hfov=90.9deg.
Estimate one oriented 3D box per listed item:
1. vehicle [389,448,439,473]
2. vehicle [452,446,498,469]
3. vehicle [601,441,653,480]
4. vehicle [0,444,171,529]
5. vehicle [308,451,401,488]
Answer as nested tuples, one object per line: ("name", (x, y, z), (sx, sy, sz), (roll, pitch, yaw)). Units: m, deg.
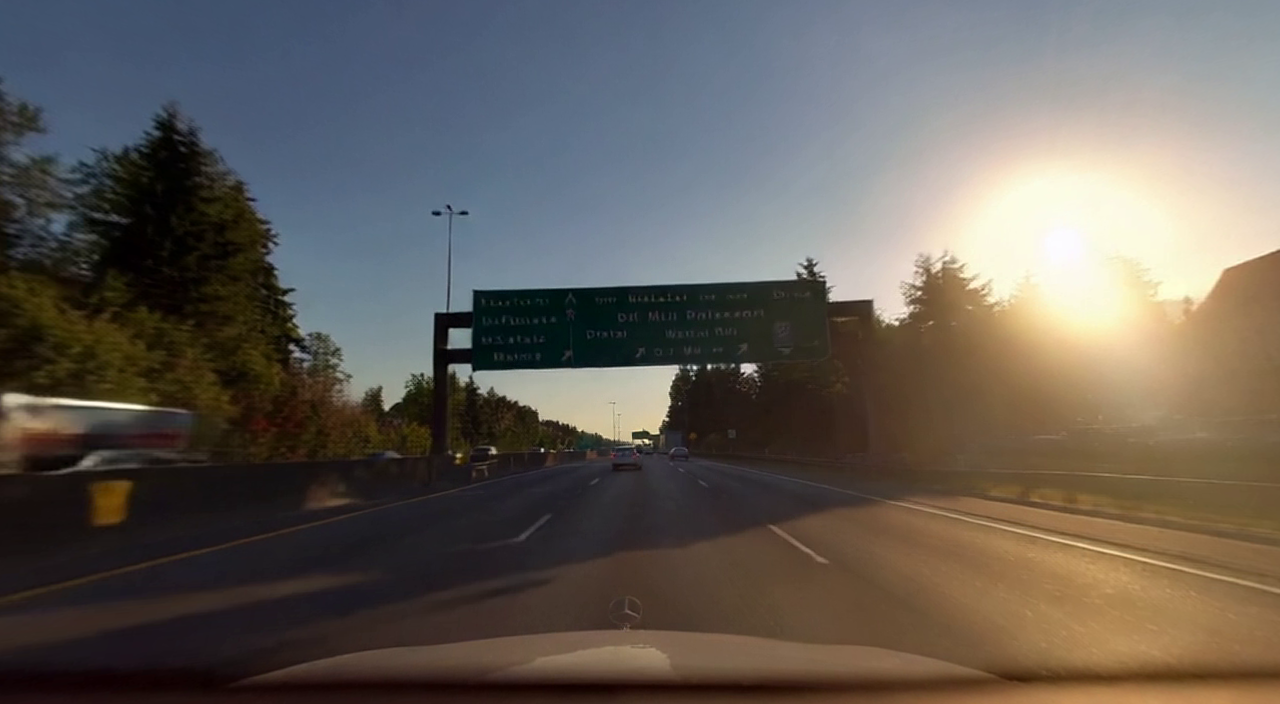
("vehicle", (-16.542, 7.939, 46.326), (1.951, 1.749, 4.298), (0, -9, 1))
("vehicle", (-11.714, 7.496, 44.986), (1.969, 1.539, 4.538), (0, -9, 1))
("vehicle", (-0.482, 4.683, 27.312), (1.936, 1.545, 4.116), (-1, -9, 3))
("vehicle", (-12.311, 2.668, 12.953), (1.892, 1.493, 4.444), (0, -9, 0))
("vehicle", (-12.847, 5.286, 28.674), (2.058, 1.470, 4.473), (0, -9, 1))
